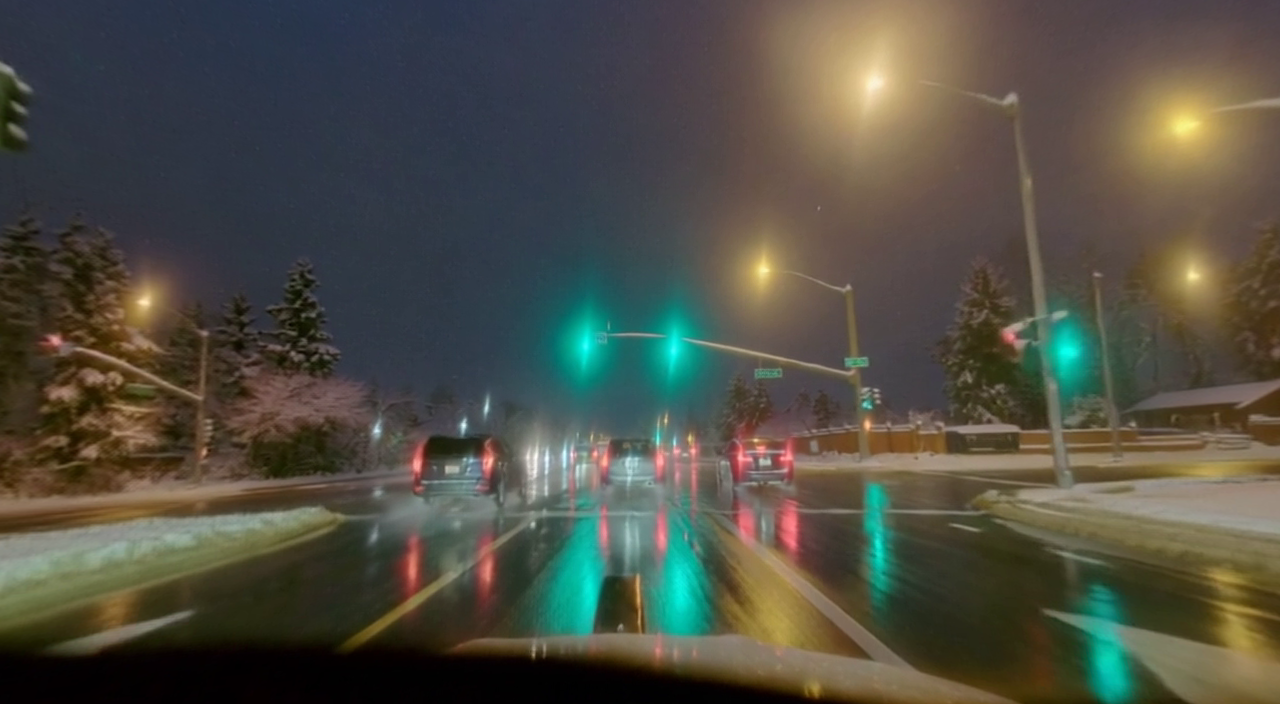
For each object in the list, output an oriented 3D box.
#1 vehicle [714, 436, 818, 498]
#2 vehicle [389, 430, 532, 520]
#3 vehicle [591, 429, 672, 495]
[{"bbox_3d":[3.431,3.210,18.049,2.068,1.541,4.041,0,-8,-1],"label":"vehicle"},{"bbox_3d":[-3.619,2.543,13.570,1.823,1.602,4.061,0,-8,0],"label":"vehicle"},{"bbox_3d":[-0.214,3.252,18.964,2.150,1.725,4.096,0,-8,0],"label":"vehicle"}]
